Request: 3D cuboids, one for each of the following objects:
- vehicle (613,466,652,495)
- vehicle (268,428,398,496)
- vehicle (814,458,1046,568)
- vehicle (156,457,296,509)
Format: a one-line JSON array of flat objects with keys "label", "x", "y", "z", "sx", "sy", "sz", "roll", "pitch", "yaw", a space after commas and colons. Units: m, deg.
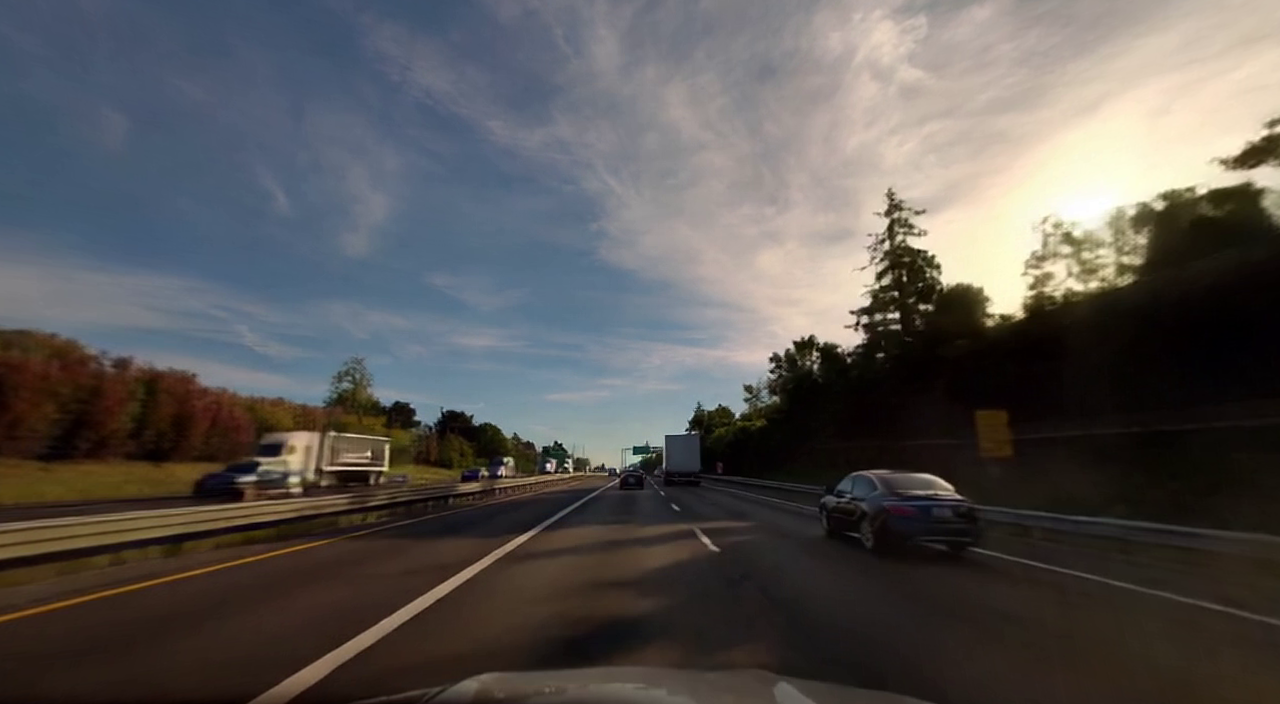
[{"label": "vehicle", "x": -0.419, "y": 6.961, "z": 34.369, "sx": 2.010, "sy": 1.436, "sz": 3.973, "roll": 1, "pitch": -10, "yaw": -1}, {"label": "vehicle", "x": -20.053, "y": 7.445, "z": 42.416, "sx": 2.946, "sy": 3.818, "sz": 11.566, "roll": -1, "pitch": -10, "yaw": 0}, {"label": "vehicle", "x": 4.642, "y": 2.643, "z": 10.980, "sx": 1.897, "sy": 1.476, "sz": 4.334, "roll": 1, "pitch": -10, "yaw": -1}, {"label": "vehicle", "x": -16.357, "y": 5.209, "z": 25.344, "sx": 2.027, "sy": 1.800, "sz": 5.243, "roll": 1, "pitch": -10, "yaw": 0}]
